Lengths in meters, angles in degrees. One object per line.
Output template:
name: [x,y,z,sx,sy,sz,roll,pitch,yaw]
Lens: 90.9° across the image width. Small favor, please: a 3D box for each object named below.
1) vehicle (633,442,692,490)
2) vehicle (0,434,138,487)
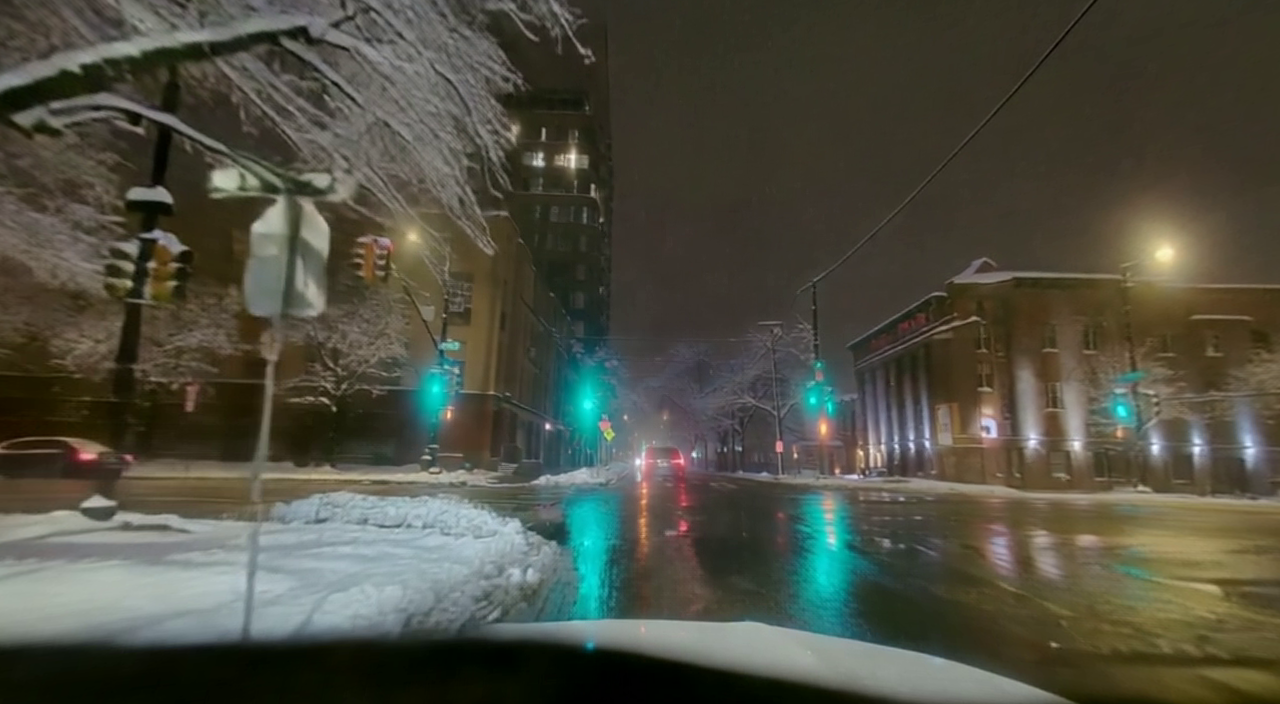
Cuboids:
vehicle: [0.817,4.314,24.243,2.079,1.621,3.861,-1,-8,0]
vehicle: [-19.640,3.496,20.462,4.784,1.599,2.184,0,-8,0]
